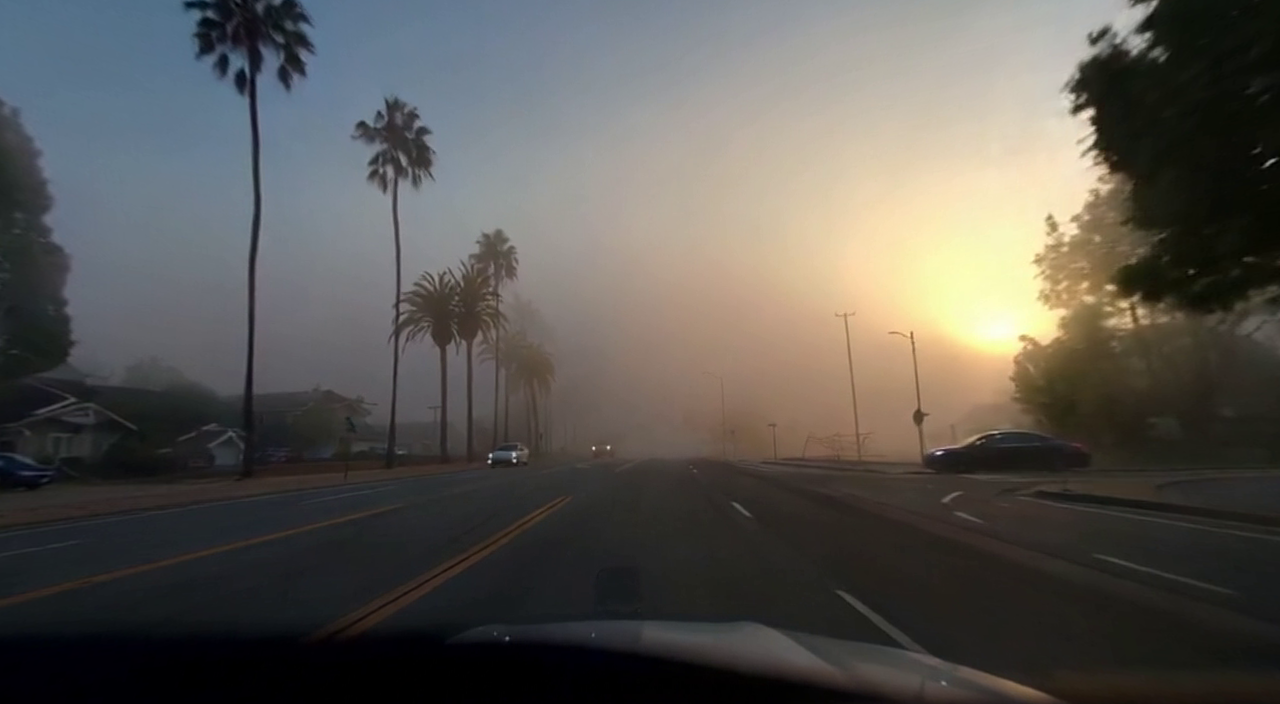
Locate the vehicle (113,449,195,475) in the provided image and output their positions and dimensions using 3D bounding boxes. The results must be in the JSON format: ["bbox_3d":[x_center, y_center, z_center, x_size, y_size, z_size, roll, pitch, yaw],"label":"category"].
[{"bbox_3d":[-37.797,8.516,49.259,4.646,1.880,1.886,3,-8,-22],"label":"vehicle"}]

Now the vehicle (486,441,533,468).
[{"bbox_3d":[-8.743,6.884,42.689,1.976,1.706,4.409,-1,-8,4],"label":"vehicle"}]

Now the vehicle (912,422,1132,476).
[{"bbox_3d":[12.992,3.375,21.903,5.981,1.680,2.327,-1,-9,4],"label":"vehicle"}]
